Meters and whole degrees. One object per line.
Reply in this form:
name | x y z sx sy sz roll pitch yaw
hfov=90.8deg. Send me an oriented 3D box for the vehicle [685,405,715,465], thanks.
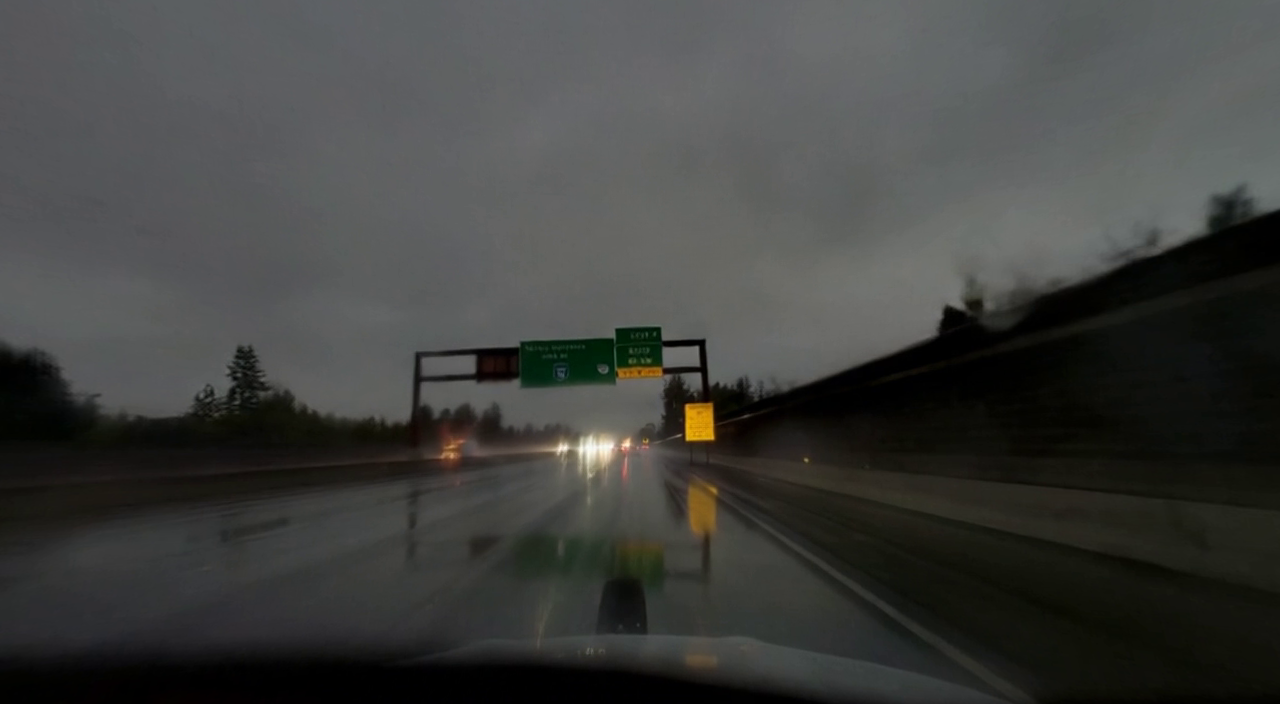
vehicle | 4.144 5.879 44.203 1.697 3.935 4.195 -1 -9 1
